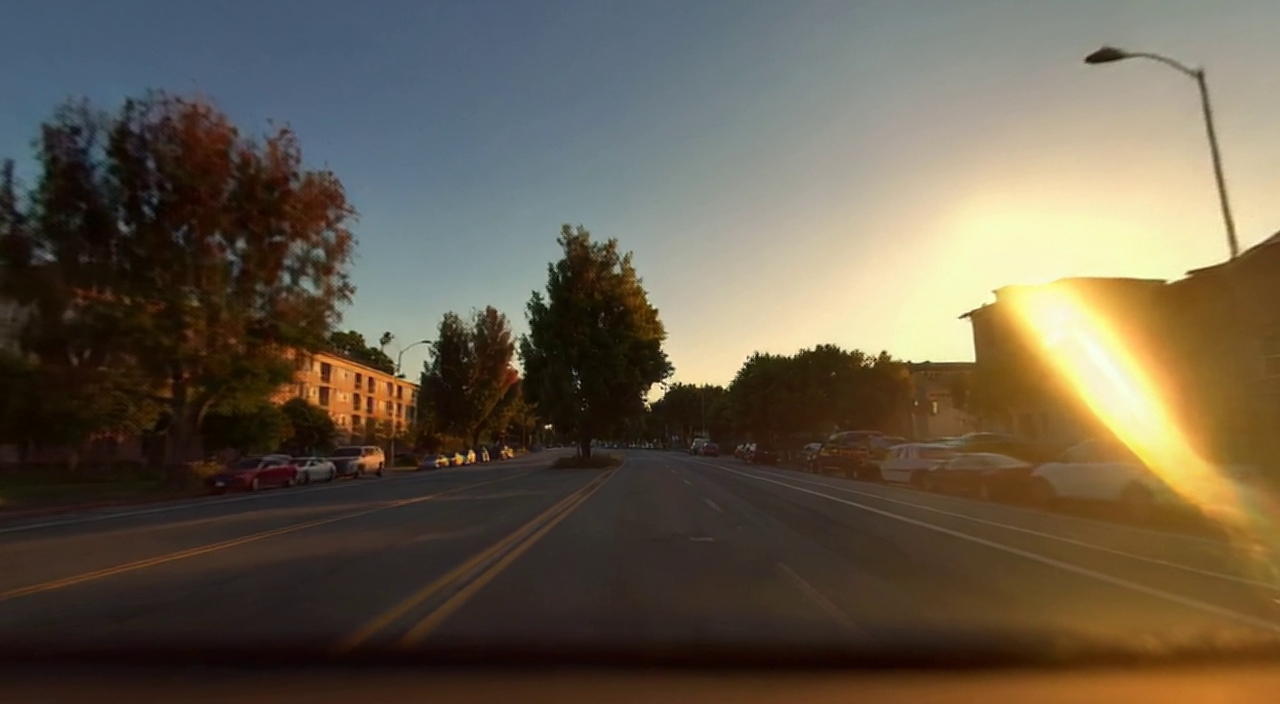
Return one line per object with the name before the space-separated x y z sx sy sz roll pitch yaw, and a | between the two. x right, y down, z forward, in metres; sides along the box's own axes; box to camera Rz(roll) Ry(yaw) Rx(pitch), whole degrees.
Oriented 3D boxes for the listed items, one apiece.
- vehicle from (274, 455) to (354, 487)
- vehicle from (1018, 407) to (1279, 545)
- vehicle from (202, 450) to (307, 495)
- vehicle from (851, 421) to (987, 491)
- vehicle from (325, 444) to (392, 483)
vehicle | -16.825 6.147 32.848 1.740 1.442 4.678 -1 -8 -1
vehicle | 9.649 2.166 11.663 2.088 1.973 5.003 0 -8 -1
vehicle | -16.970 5.272 28.062 1.913 1.744 4.478 -1 -8 -2
vehicle | 9.704 3.712 22.643 2.115 2.151 5.826 1 -9 -1
vehicle | -16.847 6.647 37.968 2.046 1.945 4.688 -1 -7 -2
